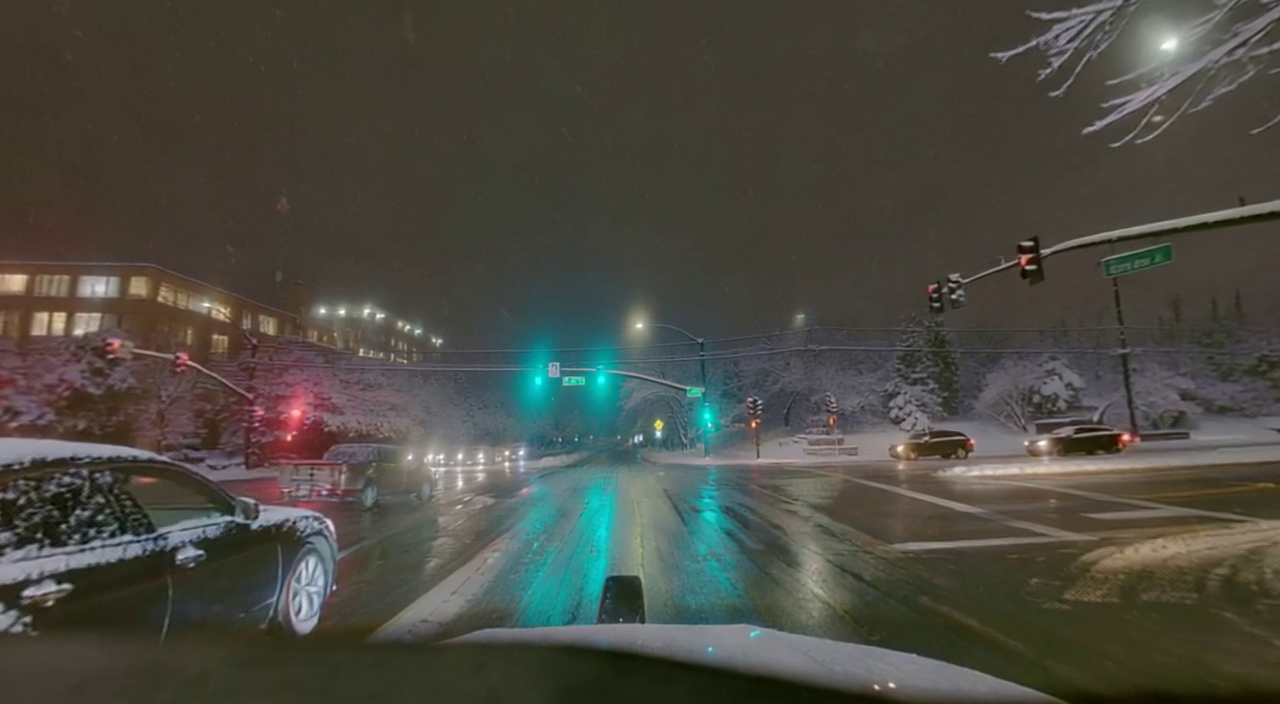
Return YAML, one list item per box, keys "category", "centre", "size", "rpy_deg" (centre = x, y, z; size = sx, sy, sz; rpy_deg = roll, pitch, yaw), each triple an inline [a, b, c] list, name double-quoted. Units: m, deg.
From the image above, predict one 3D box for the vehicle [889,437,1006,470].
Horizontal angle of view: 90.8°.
- category: "vehicle"
  centre: [14.921, 4.940, 30.832]
  size: [4.660, 1.495, 2.007]
  rpy_deg: [0, -8, -2]

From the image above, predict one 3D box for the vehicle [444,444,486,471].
- category: "vehicle"
  centre: [-12.876, 7.768, 46.802]
  size: [2.051, 1.715, 4.346]
  rpy_deg: [-2, -6, -3]

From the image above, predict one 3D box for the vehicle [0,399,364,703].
- category: "vehicle"
  centre: [-3.072, 0.967, 2.494]
  size: [1.919, 1.478, 4.720]
  rpy_deg: [0, -8, -1]

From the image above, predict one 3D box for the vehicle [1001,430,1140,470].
- category: "vehicle"
  centre: [16.910, 3.868, 24.962]
  size: [4.181, 1.483, 1.831]
  rpy_deg: [0, -8, -3]
